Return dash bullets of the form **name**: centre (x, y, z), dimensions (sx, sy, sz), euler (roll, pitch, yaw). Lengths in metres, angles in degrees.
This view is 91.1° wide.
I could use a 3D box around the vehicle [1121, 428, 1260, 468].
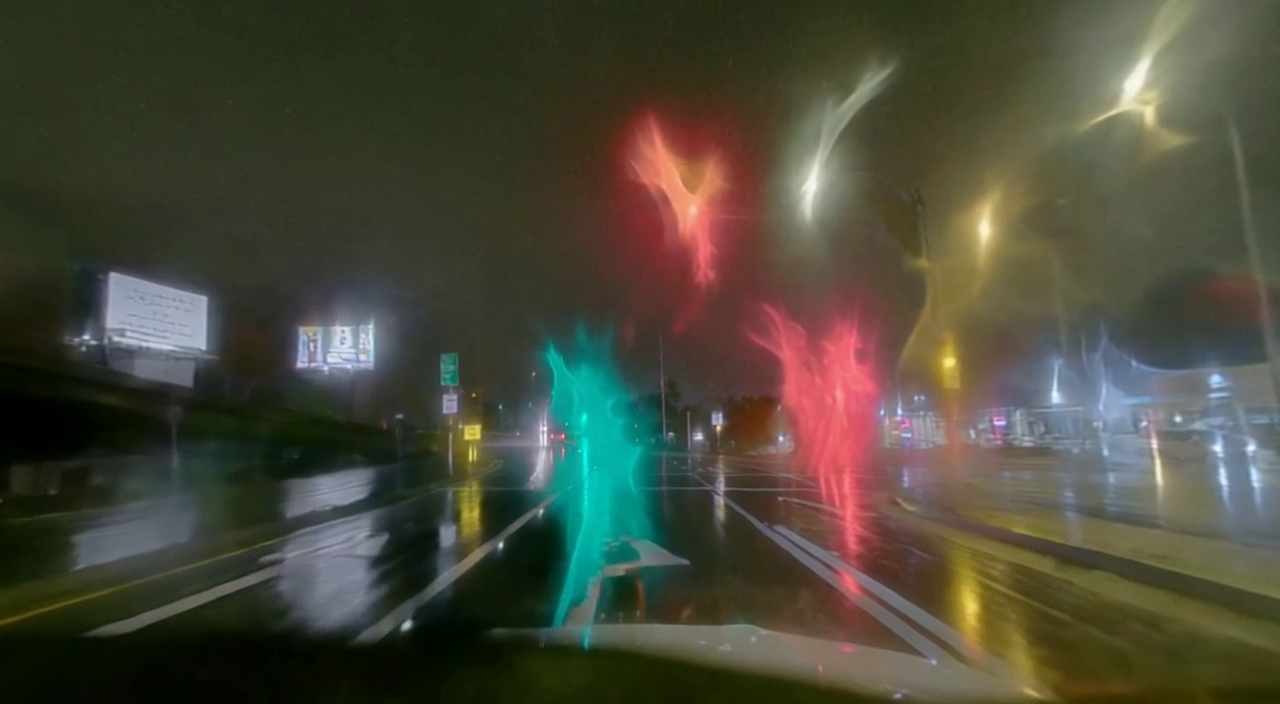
- **vehicle**: centre (22.474, 3.934, 25.781), dimensions (1.717, 1.486, 3.824), euler (4, -10, -32)
